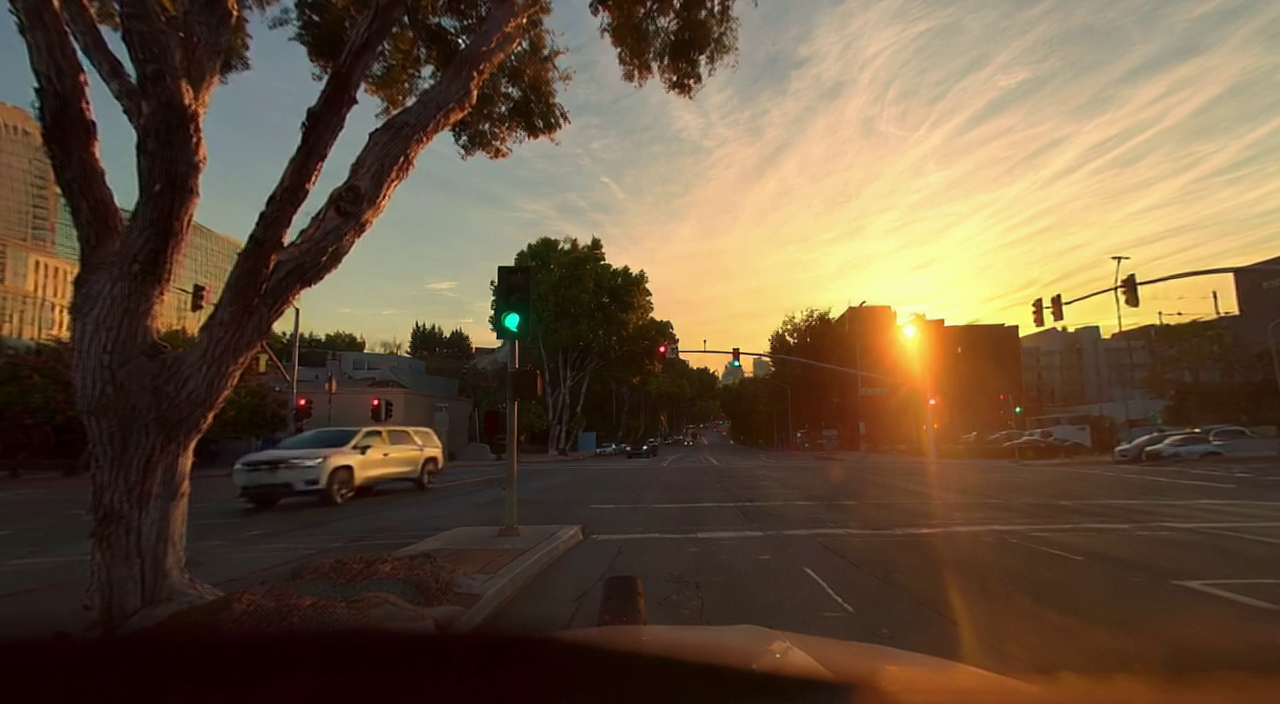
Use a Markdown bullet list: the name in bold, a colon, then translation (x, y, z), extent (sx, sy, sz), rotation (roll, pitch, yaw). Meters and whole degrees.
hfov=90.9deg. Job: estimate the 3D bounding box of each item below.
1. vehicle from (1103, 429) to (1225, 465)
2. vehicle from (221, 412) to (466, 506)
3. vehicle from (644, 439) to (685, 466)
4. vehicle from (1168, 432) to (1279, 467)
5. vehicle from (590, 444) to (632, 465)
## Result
- **vehicle**: translation (25.935, 4.698, 31.285), extent (4.441, 1.674, 2.035), rotation (1, -8, -8)
- **vehicle**: translation (-8.384, 3.221, 19.698), extent (2.775, 2.246, 9.043), rotation (-1, -8, 4)
- **vehicle**: translation (1.746, 6.835, 43.176), extent (2.197, 1.739, 4.177), rotation (-2, -8, 10)
- **vehicle**: translation (26.285, 4.284, 27.827), extent (4.644, 1.470, 1.922), rotation (1, -8, -10)
- **vehicle**: translation (-2.035, 7.360, 45.490), extent (2.076, 1.476, 3.873), rotation (-2, -8, 12)
